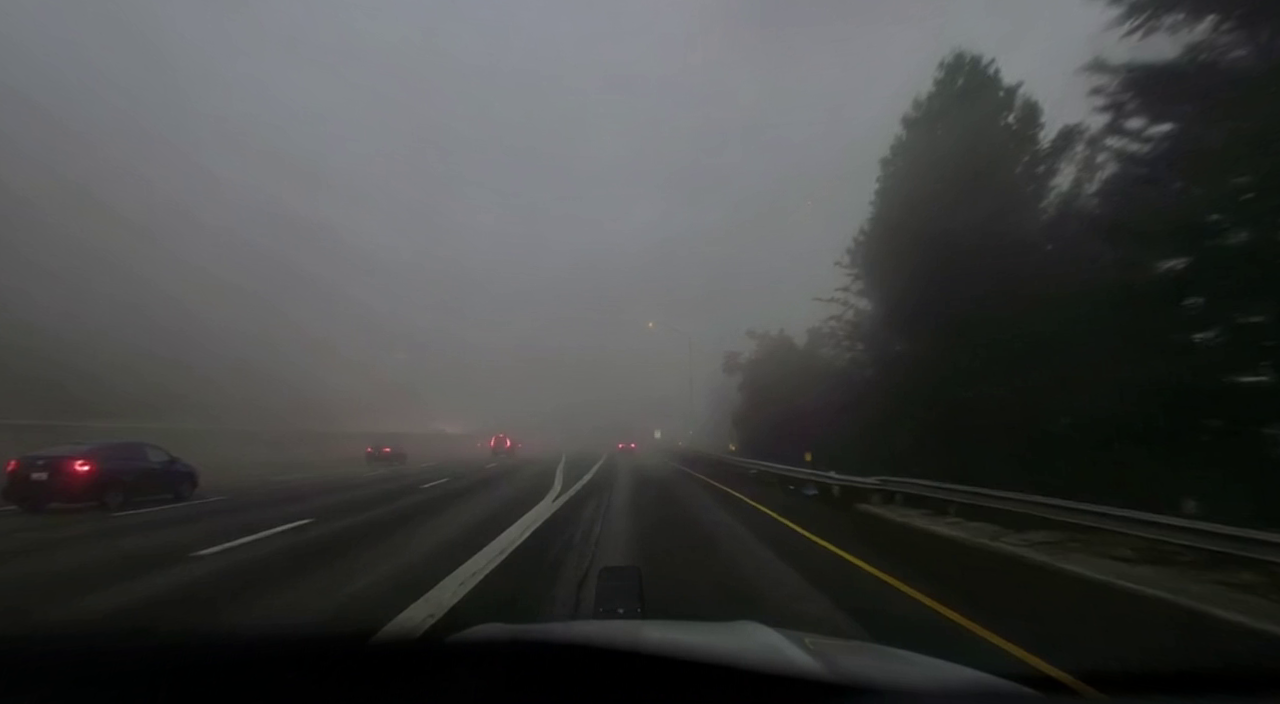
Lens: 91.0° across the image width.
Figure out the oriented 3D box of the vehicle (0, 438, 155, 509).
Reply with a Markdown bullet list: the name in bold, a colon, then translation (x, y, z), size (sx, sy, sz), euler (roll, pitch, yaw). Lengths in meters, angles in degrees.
- **vehicle**: translation (-16.311, 3.339, 17.726), size (2.093, 1.735, 4.285), euler (1, -9, -5)
